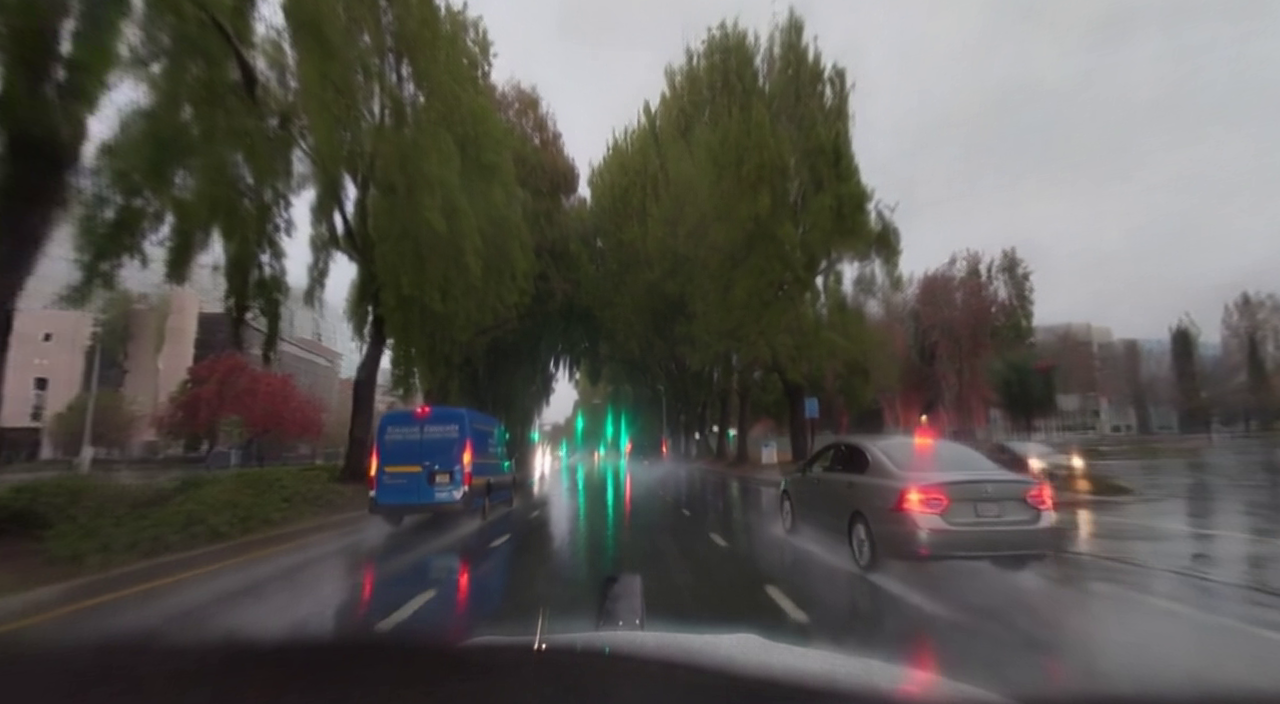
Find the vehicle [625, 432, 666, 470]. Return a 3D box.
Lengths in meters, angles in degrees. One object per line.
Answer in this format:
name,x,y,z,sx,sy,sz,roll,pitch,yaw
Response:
vehicle,0.319,7.080,45.299,2.397,2.566,5.324,1,-9,-6

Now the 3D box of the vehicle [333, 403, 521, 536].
vehicle,-4.041,2.330,13.054,2.420,2.227,4.499,0,-9,-2

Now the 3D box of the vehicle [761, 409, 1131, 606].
vehicle,3.078,1.689,7.789,2.087,1.658,4.612,0,-9,-2
